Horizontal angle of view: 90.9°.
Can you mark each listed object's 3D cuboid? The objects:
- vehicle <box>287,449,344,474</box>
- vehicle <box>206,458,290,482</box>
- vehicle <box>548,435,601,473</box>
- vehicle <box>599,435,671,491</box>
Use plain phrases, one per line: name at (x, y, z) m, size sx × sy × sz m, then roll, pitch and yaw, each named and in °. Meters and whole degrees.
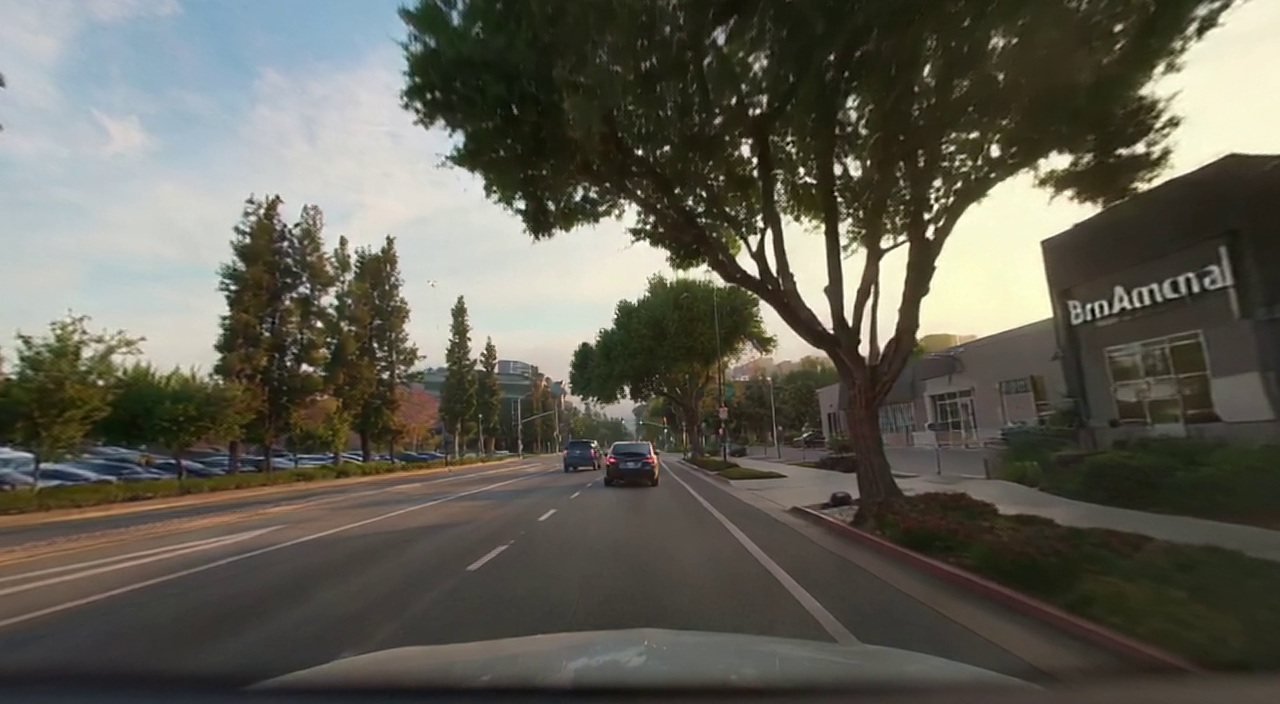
vehicle at (-24.481, 8.263, 47.704) m, size 1.791 × 1.724 × 4.432 m, roll 0°, pitch -8°, yaw 2°
vehicle at (-26.328, 7.895, 42.391) m, size 4.553 × 1.479 × 1.768 m, roll -1°, pitch -8°, yaw 7°
vehicle at (-3.387, 5.390, 33.571) m, size 2.064 × 1.859 × 5.154 m, roll 0°, pitch -8°, yaw 2°
vehicle at (-0.130, 3.576, 20.630) m, size 2.108 × 1.612 × 4.246 m, roll 0°, pitch -8°, yaw 0°
